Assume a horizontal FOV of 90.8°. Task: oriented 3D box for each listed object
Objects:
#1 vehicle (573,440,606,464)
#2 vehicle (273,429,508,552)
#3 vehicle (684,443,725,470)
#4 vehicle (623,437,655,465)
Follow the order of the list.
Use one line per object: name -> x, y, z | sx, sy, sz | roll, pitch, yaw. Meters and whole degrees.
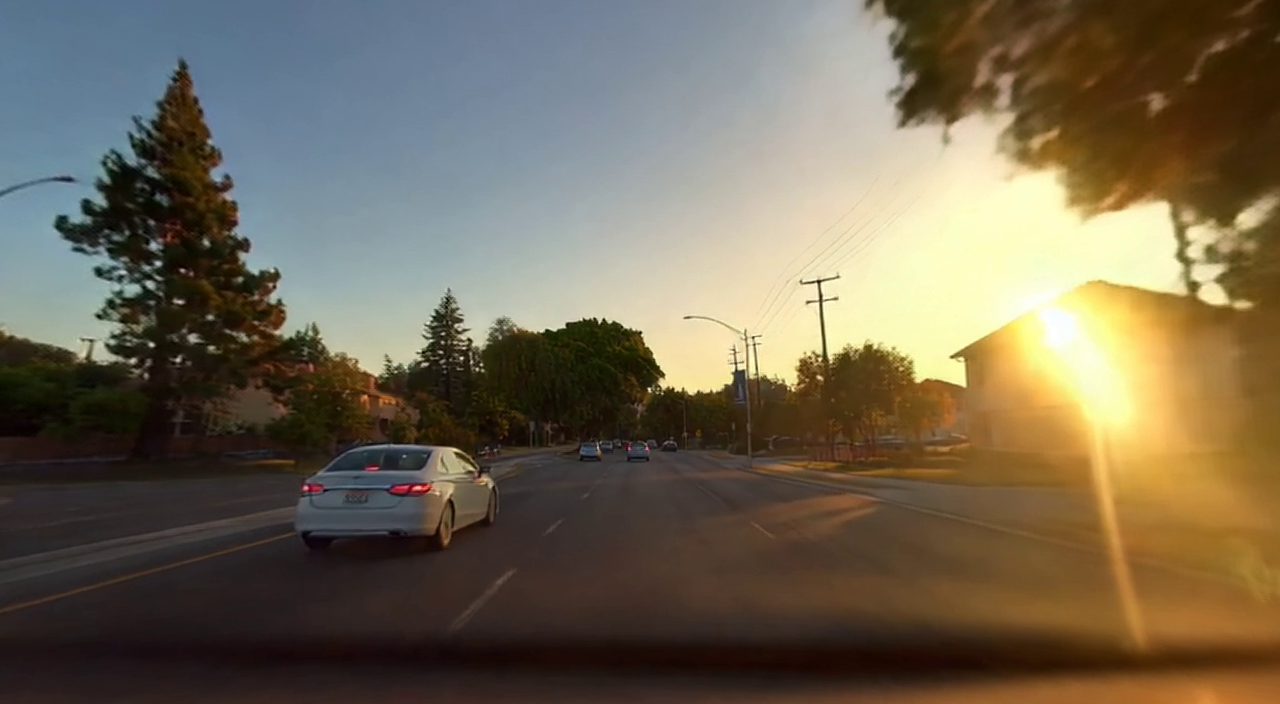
vehicle -> -3.490, 6.921, 44.012 | 2.000, 1.569, 3.794 | 0, -8, -1
vehicle -> -3.461, 1.984, 9.868 | 1.844, 1.451, 4.543 | 0, -8, 0
vehicle -> 3.691, 6.034, 36.815 | 1.830, 1.451, 4.009 | 1, -8, -2
vehicle -> -0.087, 6.663, 42.763 | 2.043, 1.734, 4.253 | 1, -8, -2
